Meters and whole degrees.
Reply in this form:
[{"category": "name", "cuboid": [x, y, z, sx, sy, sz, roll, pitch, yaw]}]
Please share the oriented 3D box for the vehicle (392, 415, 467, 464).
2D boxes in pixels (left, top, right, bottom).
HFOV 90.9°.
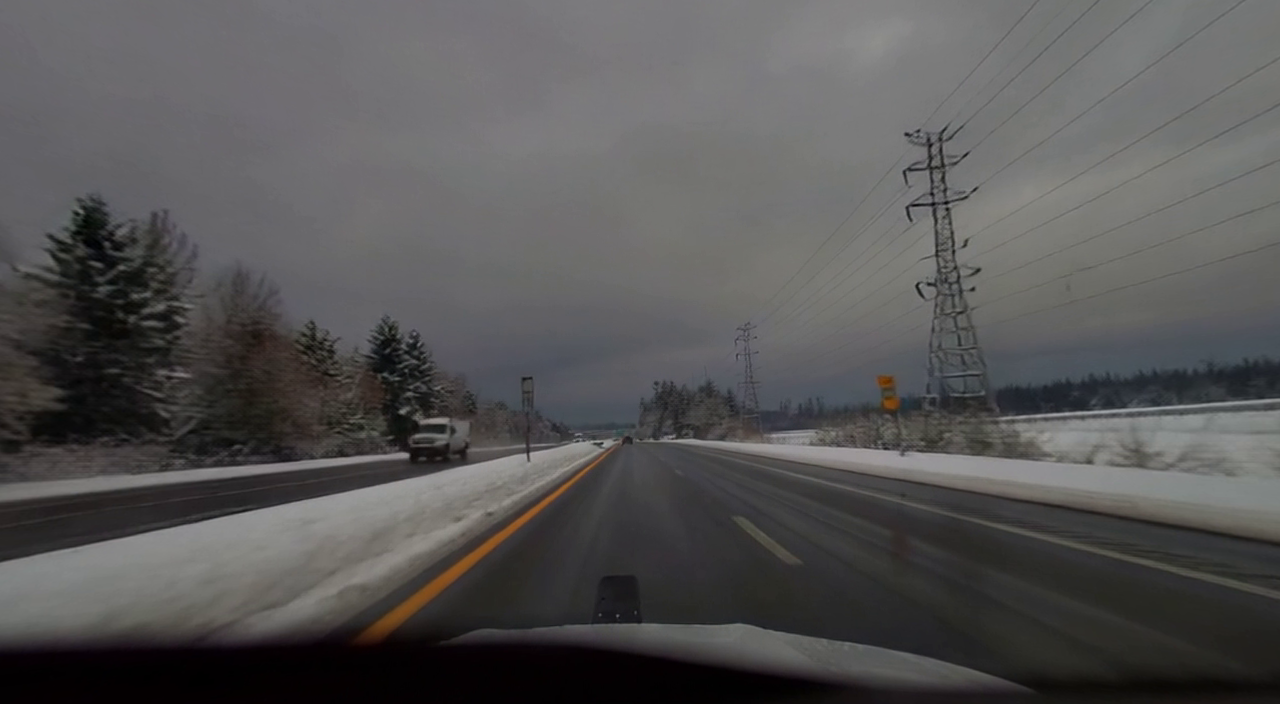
[{"category": "vehicle", "cuboid": [-13.509, 5.702, 41.057, 2.579, 2.887, 6.759, 0, -8, 0]}]
